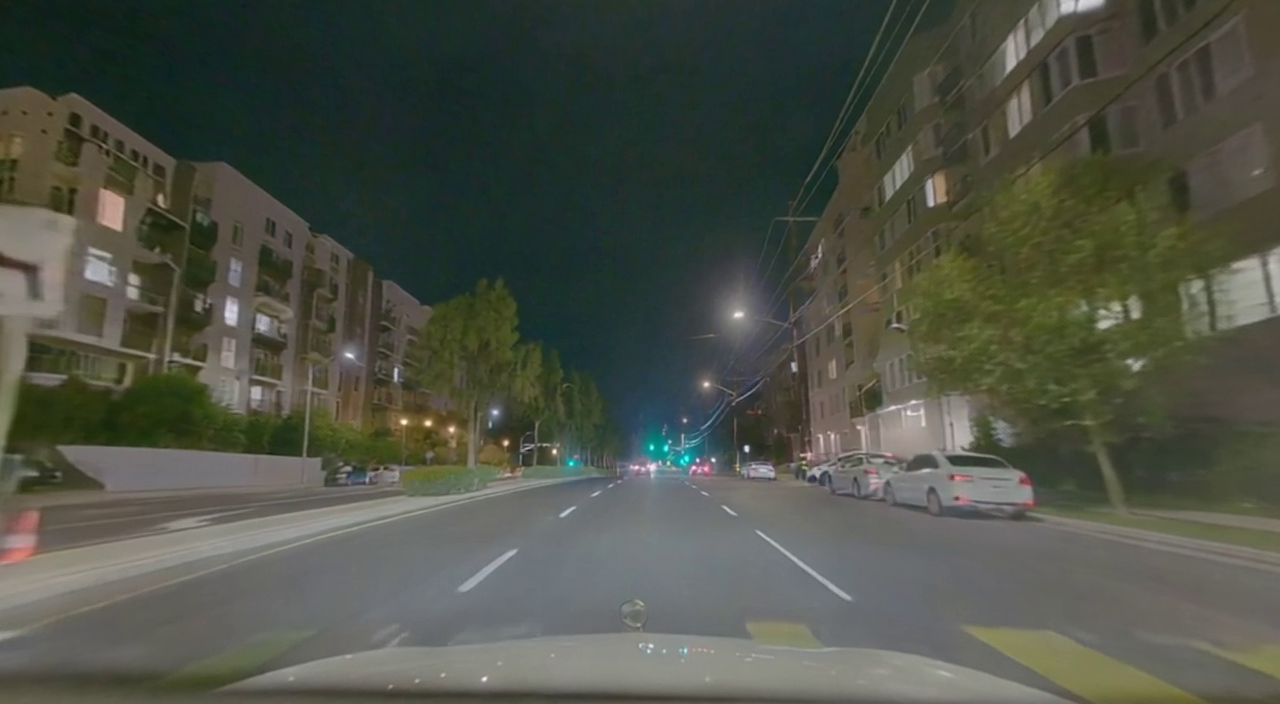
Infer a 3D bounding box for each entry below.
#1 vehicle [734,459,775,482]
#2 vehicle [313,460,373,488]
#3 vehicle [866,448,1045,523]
[{"bbox_3d":[7.889,8.229,43.976,1.986,1.467,4.412,0,-9,-1],"label":"vehicle"},{"bbox_3d":[-21.612,8.874,46.091,1.895,1.798,4.703,0,-9,2],"label":"vehicle"},{"bbox_3d":[7.148,3.020,14.930,1.875,1.481,4.434,0,-9,-1],"label":"vehicle"}]
